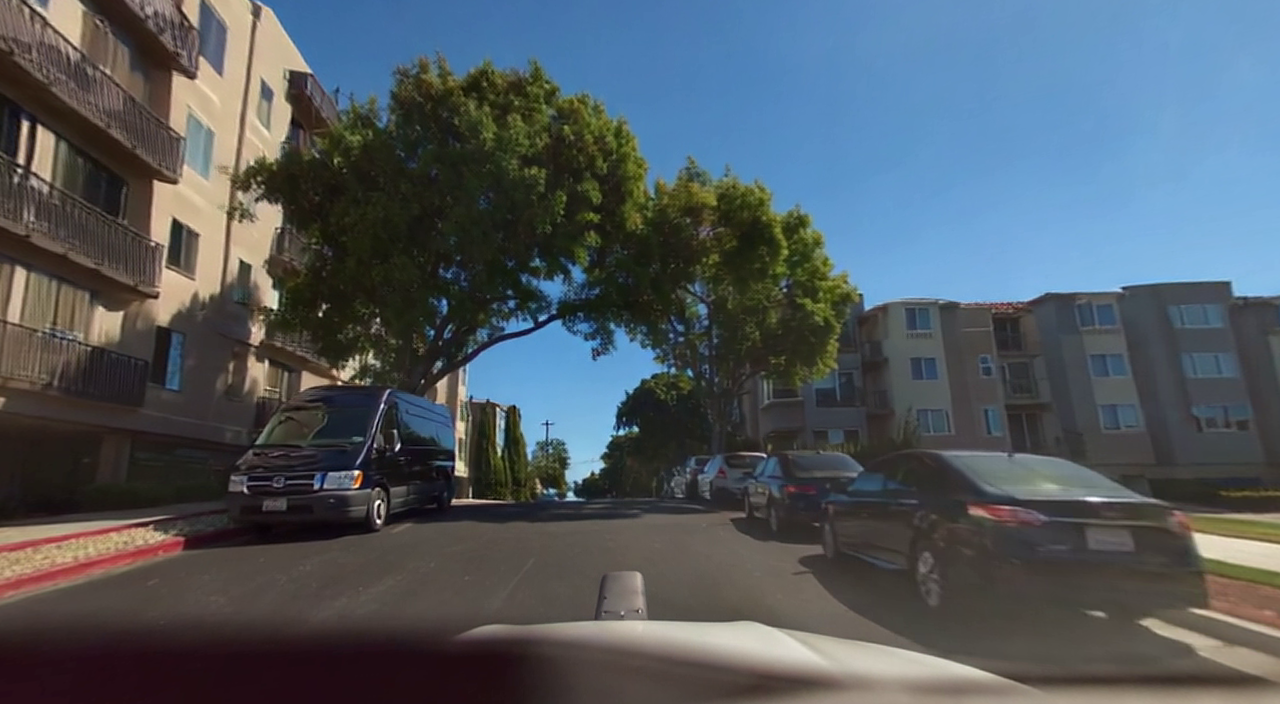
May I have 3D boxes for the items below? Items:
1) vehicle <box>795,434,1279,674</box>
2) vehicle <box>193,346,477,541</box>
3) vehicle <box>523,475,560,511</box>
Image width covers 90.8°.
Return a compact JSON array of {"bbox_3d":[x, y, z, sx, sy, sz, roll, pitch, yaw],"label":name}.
[{"bbox_3d":[3.033,1.561,6.097,1.827,1.436,4.322,0,-9,-2],"label":"vehicle"},{"bbox_3d":[-5.178,1.744,12.417,2.546,2.664,6.863,-2,-8,-4],"label":"vehicle"},{"bbox_3d":[-6.729,9.643,43.491,2.090,1.674,4.457,-4,-4,-5],"label":"vehicle"}]
